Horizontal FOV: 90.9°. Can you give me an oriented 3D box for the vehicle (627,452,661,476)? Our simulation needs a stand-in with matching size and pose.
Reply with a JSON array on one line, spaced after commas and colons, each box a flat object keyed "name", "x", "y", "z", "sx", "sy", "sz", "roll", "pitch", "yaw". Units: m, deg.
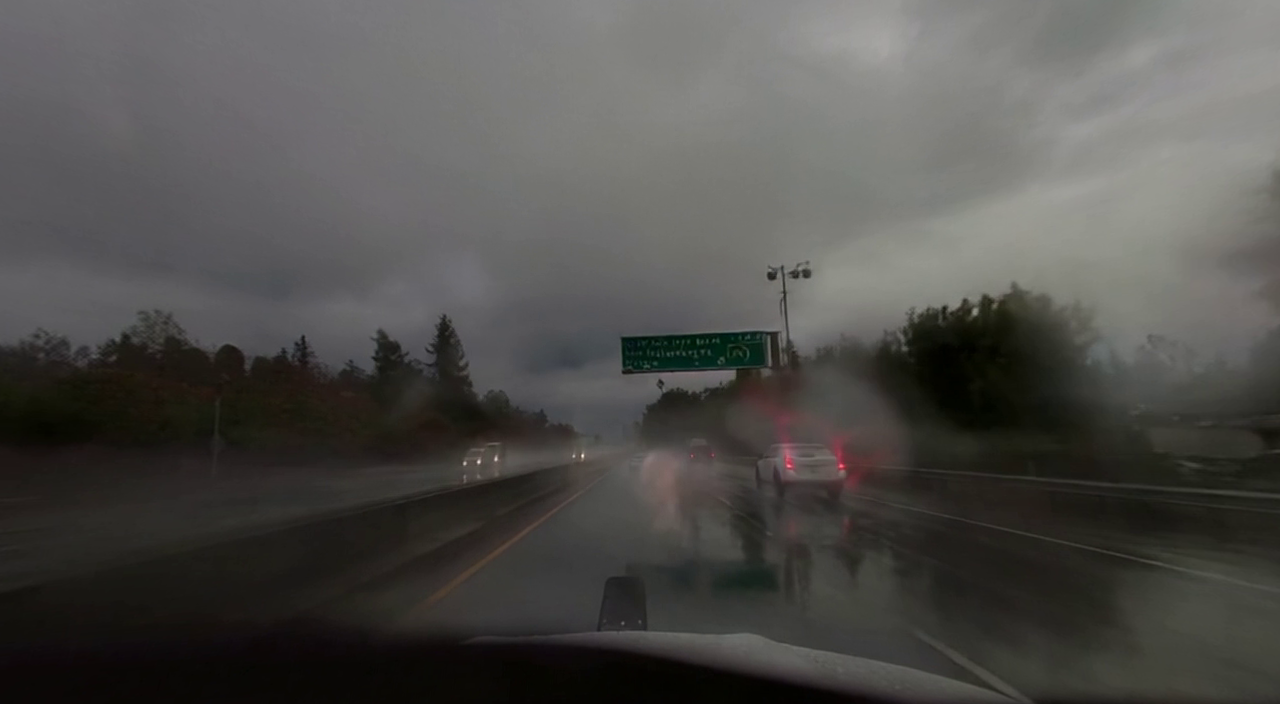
[{"name": "vehicle", "x": 0.237, "y": 6.826, "z": 38.620, "sx": 2.012, "sy": 1.320, "sz": 3.777, "roll": 0, "pitch": -9, "yaw": 0}]

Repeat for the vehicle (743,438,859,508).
[{"name": "vehicle", "x": 4.242, "y": 3.273, "z": 17.476, "sx": 1.969, "sy": 1.639, "sz": 4.472, "roll": 0, "pitch": -9, "yaw": -1}]

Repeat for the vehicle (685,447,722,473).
[{"name": "vehicle", "x": 4.181, "y": 7.161, "z": 41.872, "sx": 1.935, "sy": 1.594, "sz": 3.981, "roll": 0, "pitch": -9, "yaw": -1}]
